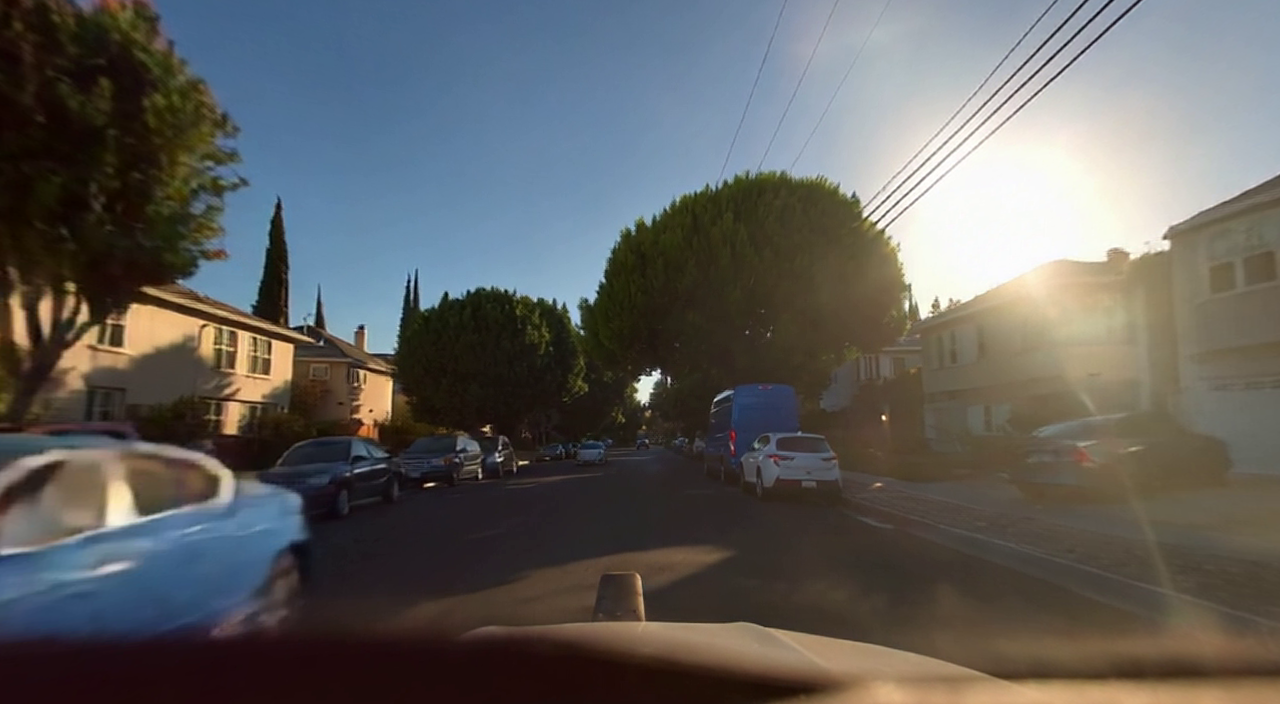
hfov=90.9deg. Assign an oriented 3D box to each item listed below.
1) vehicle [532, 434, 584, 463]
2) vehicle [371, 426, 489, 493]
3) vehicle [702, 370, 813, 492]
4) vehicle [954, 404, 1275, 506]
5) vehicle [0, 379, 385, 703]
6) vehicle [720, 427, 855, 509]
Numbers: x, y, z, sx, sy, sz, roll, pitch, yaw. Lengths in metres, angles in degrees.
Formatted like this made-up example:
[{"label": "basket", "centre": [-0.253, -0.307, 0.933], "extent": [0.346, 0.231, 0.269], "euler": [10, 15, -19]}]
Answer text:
[{"label": "vehicle", "centre": [-4.443, 5.274, 34.719], "extent": [1.941, 1.515, 3.995], "euler": [-1, -8, 6]}, {"label": "vehicle", "centre": [-5.774, 2.931, 17.788], "extent": [1.834, 1.532, 3.628], "euler": [3, -6, 3]}, {"label": "vehicle", "centre": [3.314, 2.426, 19.325], "extent": [2.317, 3.096, 6.383], "euler": [0, -8, 2]}, {"label": "vehicle", "centre": [8.168, 1.742, 10.997], "extent": [4.511, 1.528, 1.992], "euler": [2, -8, -15]}, {"label": "vehicle", "centre": [-2.968, 0.973, 2.944], "extent": [1.889, 1.505, 3.849], "euler": [0, -8, 1]}, {"label": "vehicle", "centre": [2.988, 2.421, 13.772], "extent": [1.955, 1.500, 4.410], "euler": [0, -8, 1]}]
